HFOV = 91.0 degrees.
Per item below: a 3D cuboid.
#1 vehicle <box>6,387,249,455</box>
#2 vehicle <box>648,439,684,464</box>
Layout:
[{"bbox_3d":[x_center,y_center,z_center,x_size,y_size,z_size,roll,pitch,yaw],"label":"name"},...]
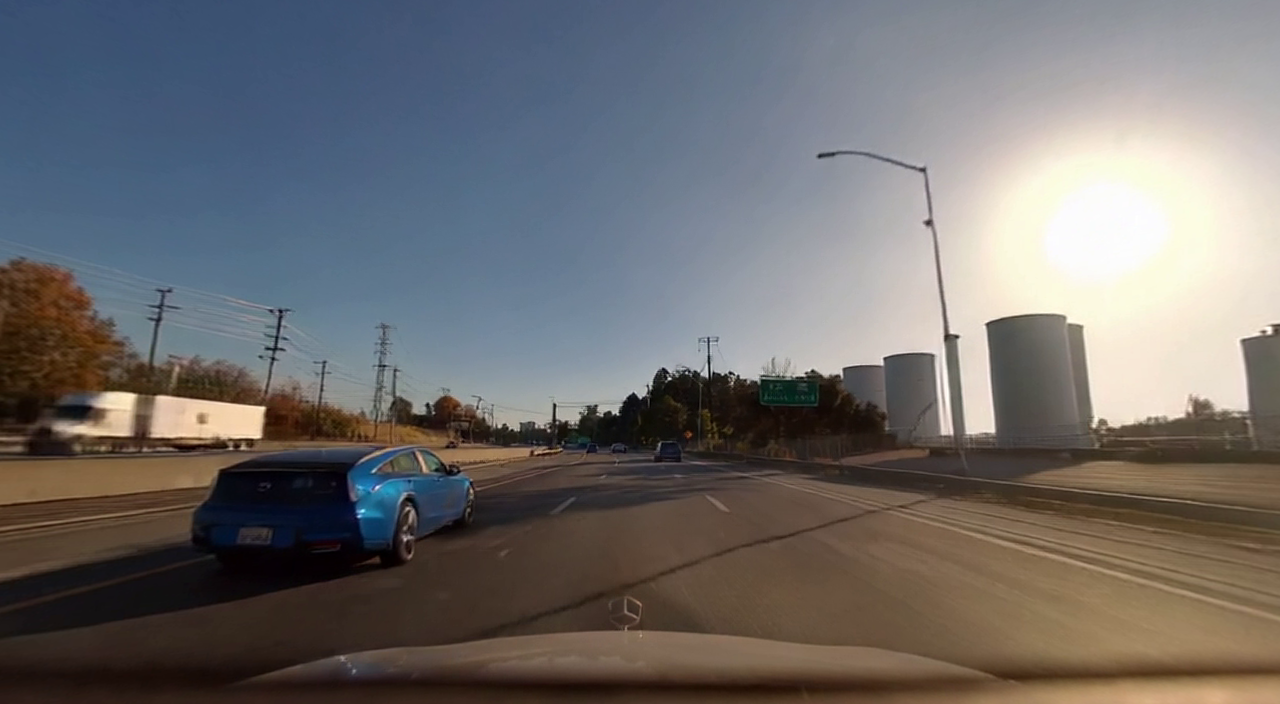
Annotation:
[{"bbox_3d":[-25.912,3.824,33.161,2.934,2.961,11.154,0,-8,4],"label":"vehicle"},{"bbox_3d":[1.940,7.604,48.348,2.296,1.790,5.067,0,-9,-3],"label":"vehicle"}]
